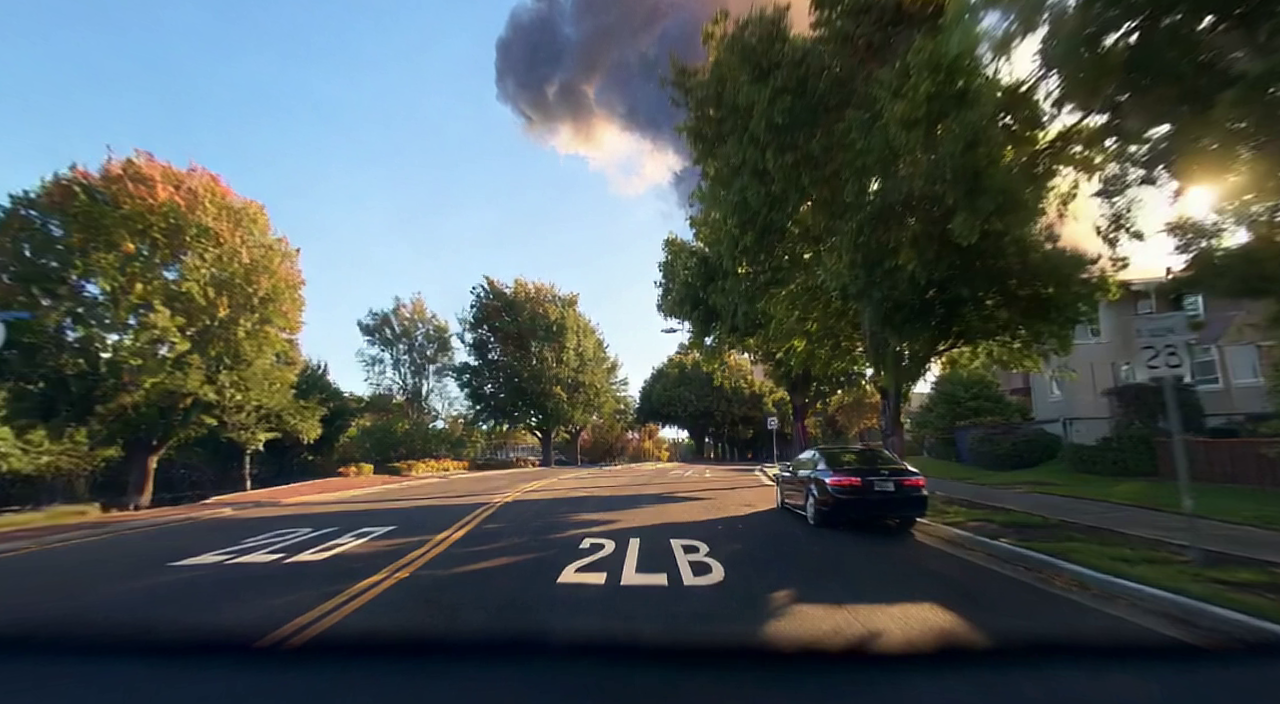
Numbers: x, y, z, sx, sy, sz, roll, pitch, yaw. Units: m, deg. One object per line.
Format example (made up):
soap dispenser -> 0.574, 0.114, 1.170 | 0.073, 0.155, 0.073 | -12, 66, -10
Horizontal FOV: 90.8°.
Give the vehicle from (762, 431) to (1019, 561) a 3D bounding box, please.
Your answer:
vehicle -> 3.360, 2.010, 9.681 | 1.965, 1.486, 4.582 | 0, -8, -1
